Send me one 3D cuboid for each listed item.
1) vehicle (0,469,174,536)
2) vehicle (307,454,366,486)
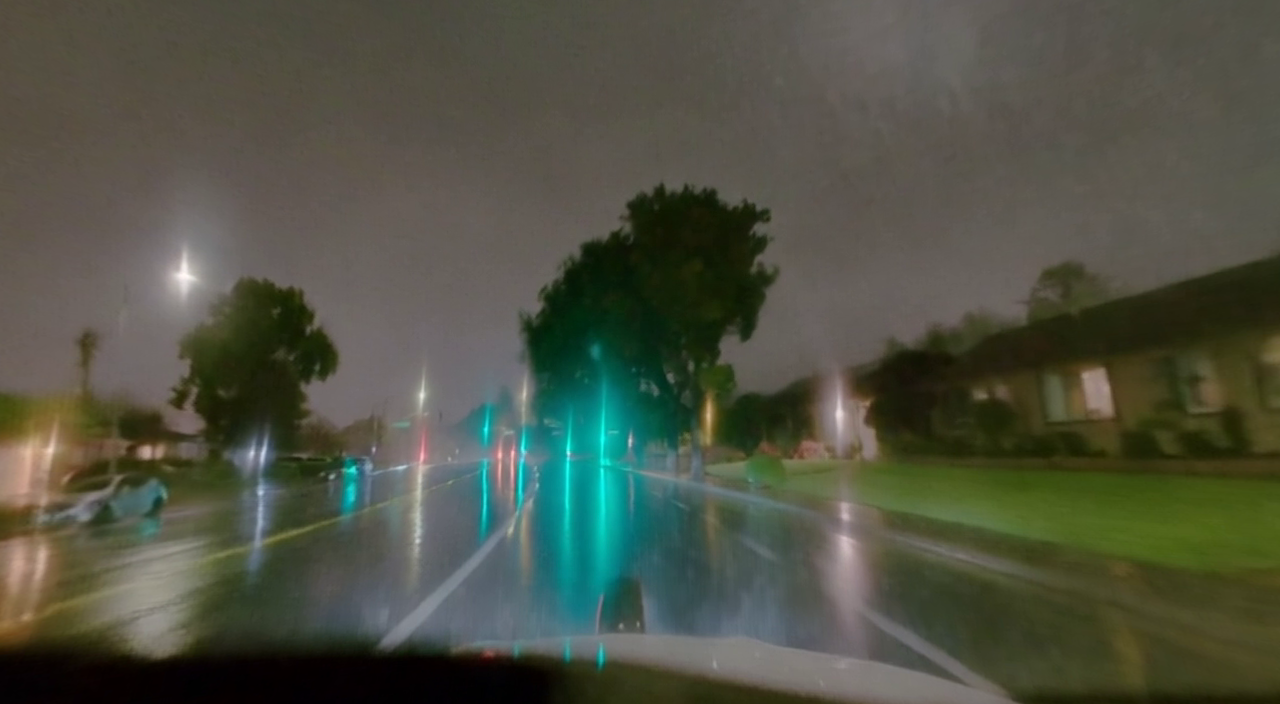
[{"bbox_3d":[-15.729,4.151,17.933,1.911,1.436,4.554,1,-8,-7],"label":"vehicle"},{"bbox_3d":[-19.391,7.555,40.602,2.029,1.726,5.366,-3,-9,-11],"label":"vehicle"}]
